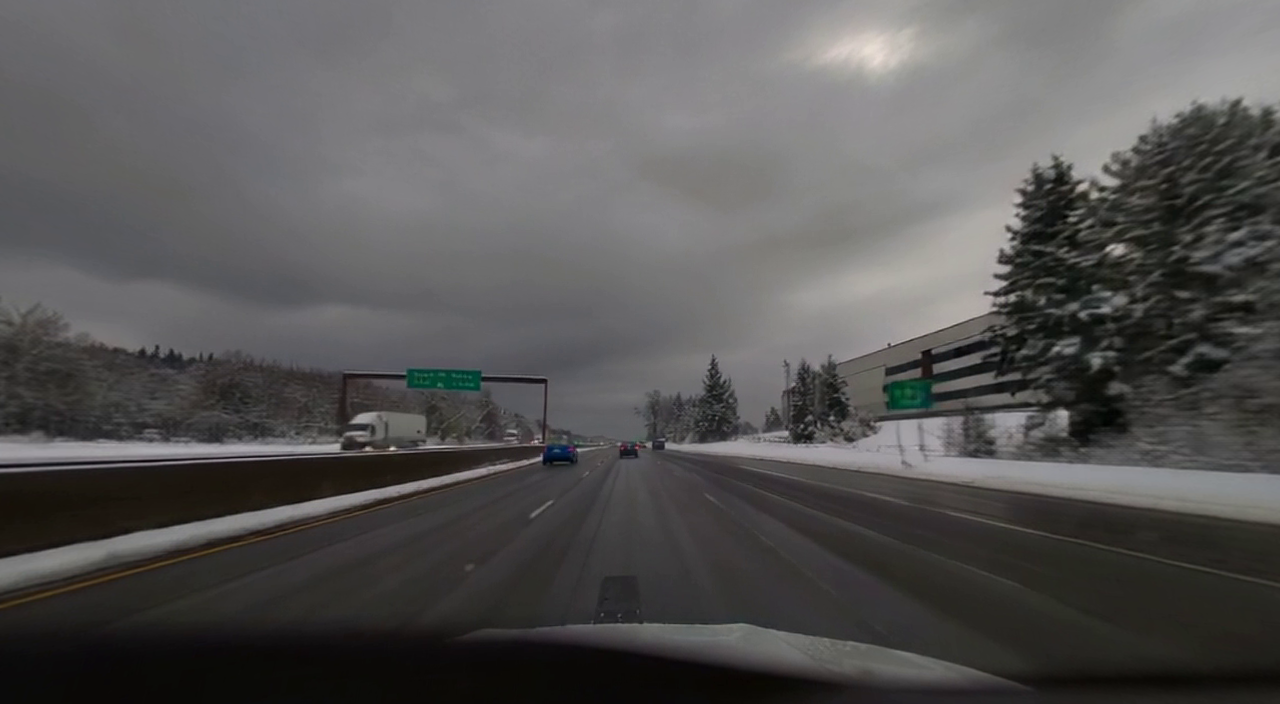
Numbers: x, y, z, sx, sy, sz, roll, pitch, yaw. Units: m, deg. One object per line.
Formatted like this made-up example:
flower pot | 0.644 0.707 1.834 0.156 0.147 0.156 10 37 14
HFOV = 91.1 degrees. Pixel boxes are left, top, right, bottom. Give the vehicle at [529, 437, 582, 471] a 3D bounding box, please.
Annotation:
vehicle | -4.331 5.280 32.840 2.271 1.626 4.463 0 -8 -1

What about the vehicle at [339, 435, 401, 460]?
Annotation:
vehicle | -17.070 6.070 39.997 1.846 1.486 4.873 0 -8 -1

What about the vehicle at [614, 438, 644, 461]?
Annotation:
vehicle | -0.897 7.587 49.005 2.196 1.699 4.499 0 -8 -2
